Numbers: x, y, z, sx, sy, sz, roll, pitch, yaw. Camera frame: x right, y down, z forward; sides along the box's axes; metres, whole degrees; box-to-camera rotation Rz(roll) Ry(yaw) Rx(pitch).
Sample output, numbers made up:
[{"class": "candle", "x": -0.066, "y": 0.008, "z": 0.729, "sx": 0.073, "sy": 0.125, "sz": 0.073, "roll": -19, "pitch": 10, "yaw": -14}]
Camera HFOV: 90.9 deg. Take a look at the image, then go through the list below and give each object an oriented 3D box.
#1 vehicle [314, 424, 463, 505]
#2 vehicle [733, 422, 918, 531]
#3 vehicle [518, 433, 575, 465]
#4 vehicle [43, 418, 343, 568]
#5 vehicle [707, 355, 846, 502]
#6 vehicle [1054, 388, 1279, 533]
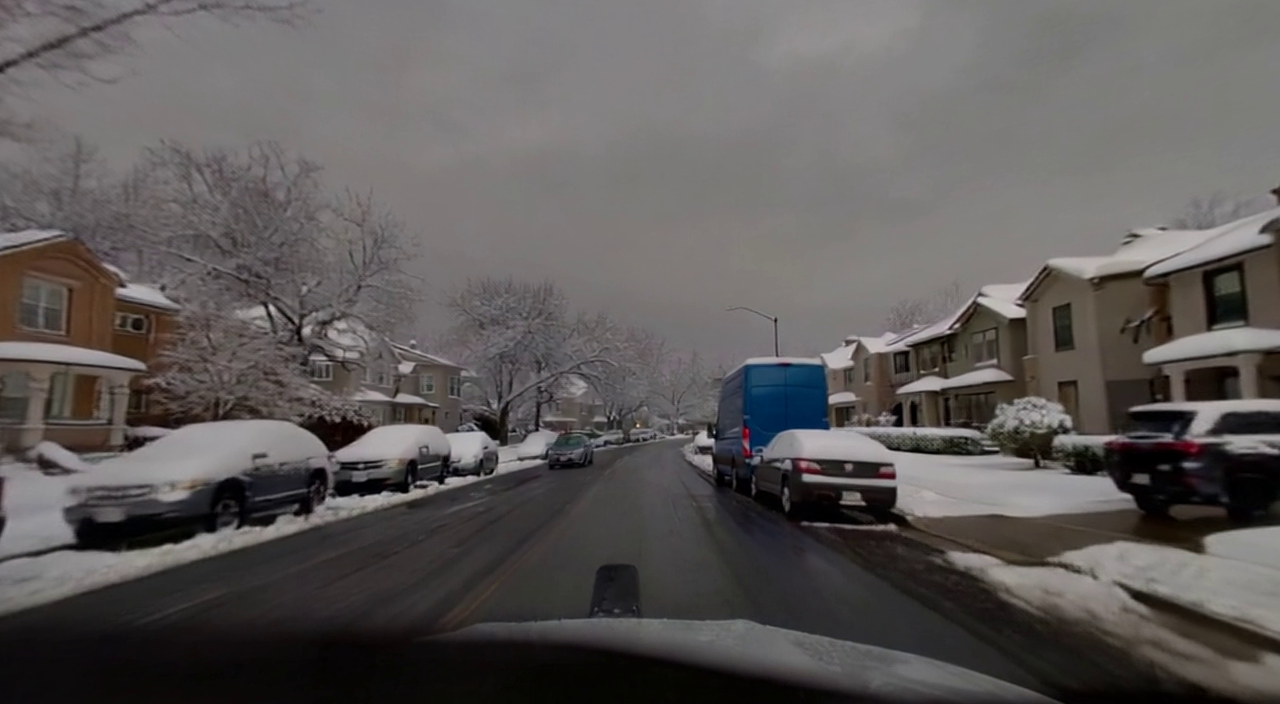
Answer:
[{"class": "vehicle", "x": -5.785, "y": 2.558, "z": 15.004, "sx": 1.834, "sy": 1.532, "sz": 3.628, "roll": 3, "pitch": -6, "yaw": 3}, {"class": "vehicle", "x": 2.911, "y": 2.034, "z": 11.015, "sx": 1.955, "sy": 1.500, "sz": 4.410, "roll": 0, "pitch": -8, "yaw": 1}, {"class": "vehicle", "x": -4.652, "y": 4.859, "z": 31.886, "sx": 1.941, "sy": 1.515, "sz": 3.995, "roll": -1, "pitch": -8, "yaw": 5}, {"class": "vehicle", "x": -5.860, "y": 1.790, "z": 8.844, "sx": 1.734, "sy": 1.549, "sz": 3.465, "roll": -4, "pitch": -7, "yaw": -1}, {"class": "vehicle", "x": 3.210, "y": 2.027, "z": 16.573, "sx": 2.317, "sy": 3.096, "sz": 6.383, "roll": 0, "pitch": -8, "yaw": 1}, {"class": "vehicle", "x": 8.188, "y": 1.348, "z": 8.277, "sx": 4.511, "sy": 1.528, "sz": 1.992, "roll": 2, "pitch": -8, "yaw": -15}]
